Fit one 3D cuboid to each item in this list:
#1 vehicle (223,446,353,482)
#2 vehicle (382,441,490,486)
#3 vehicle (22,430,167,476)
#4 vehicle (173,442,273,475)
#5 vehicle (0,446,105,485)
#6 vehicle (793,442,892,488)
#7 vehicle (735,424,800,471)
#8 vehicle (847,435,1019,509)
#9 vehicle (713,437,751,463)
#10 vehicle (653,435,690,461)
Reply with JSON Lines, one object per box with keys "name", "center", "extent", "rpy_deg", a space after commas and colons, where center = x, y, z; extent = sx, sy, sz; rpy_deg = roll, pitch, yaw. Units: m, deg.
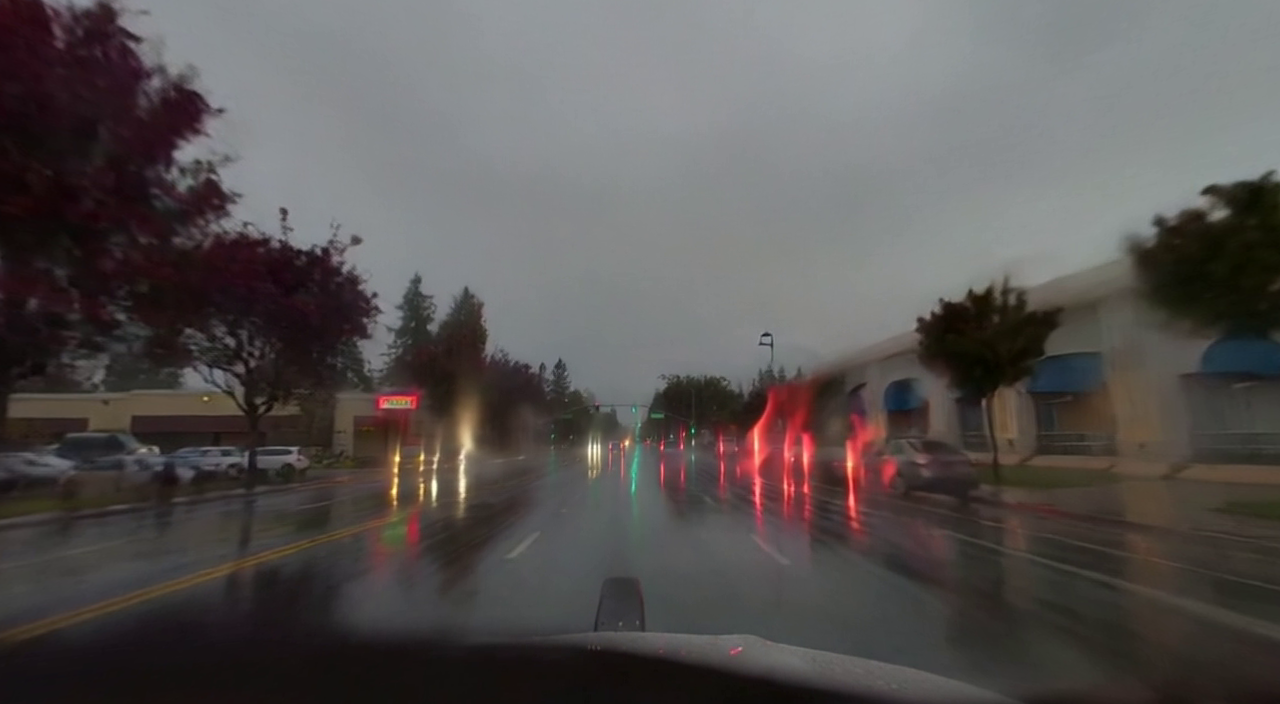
{"name": "vehicle", "center": [-15.405, 4.891, 27.788], "extent": [4.635, 1.457, 2.060], "rpy_deg": [-2, -8, 10]}
{"name": "vehicle", "center": [-8.041, 4.280, 24.681], "extent": [2.165, 1.567, 4.700], "rpy_deg": [7, -11, -43]}
{"name": "vehicle", "center": [-35.054, 6.593, 40.982], "extent": [2.637, 2.648, 6.556], "rpy_deg": [-4, -10, 14]}
{"name": "vehicle", "center": [-24.750, 6.395, 37.741], "extent": [1.980, 1.780, 4.859], "rpy_deg": [-4, -11, 12]}
{"name": "vehicle", "center": [-25.314, 4.632, 26.010], "extent": [1.893, 1.477, 4.621], "rpy_deg": [-3, -9, 15]}
{"name": "vehicle", "center": [7.161, 4.017, 22.934], "extent": [1.862, 1.464, 4.892], "rpy_deg": [0, -8, -1]}
{"name": "vehicle", "center": [7.115, 5.413, 36.103], "extent": [2.323, 2.433, 5.901], "rpy_deg": [0, -8, -1]}
{"name": "vehicle", "center": [7.393, 3.048, 16.685], "extent": [1.951, 1.601, 5.147], "rpy_deg": [0, -8, -2]}
{"name": "vehicle", "center": [7.017, 7.536, 48.755], "extent": [2.088, 1.848, 4.936], "rpy_deg": [0, -9, -2]}
{"name": "vehicle", "center": [2.237, 7.026, 46.277], "extent": [2.293, 1.814, 4.589], "rpy_deg": [0, -8, -3]}
